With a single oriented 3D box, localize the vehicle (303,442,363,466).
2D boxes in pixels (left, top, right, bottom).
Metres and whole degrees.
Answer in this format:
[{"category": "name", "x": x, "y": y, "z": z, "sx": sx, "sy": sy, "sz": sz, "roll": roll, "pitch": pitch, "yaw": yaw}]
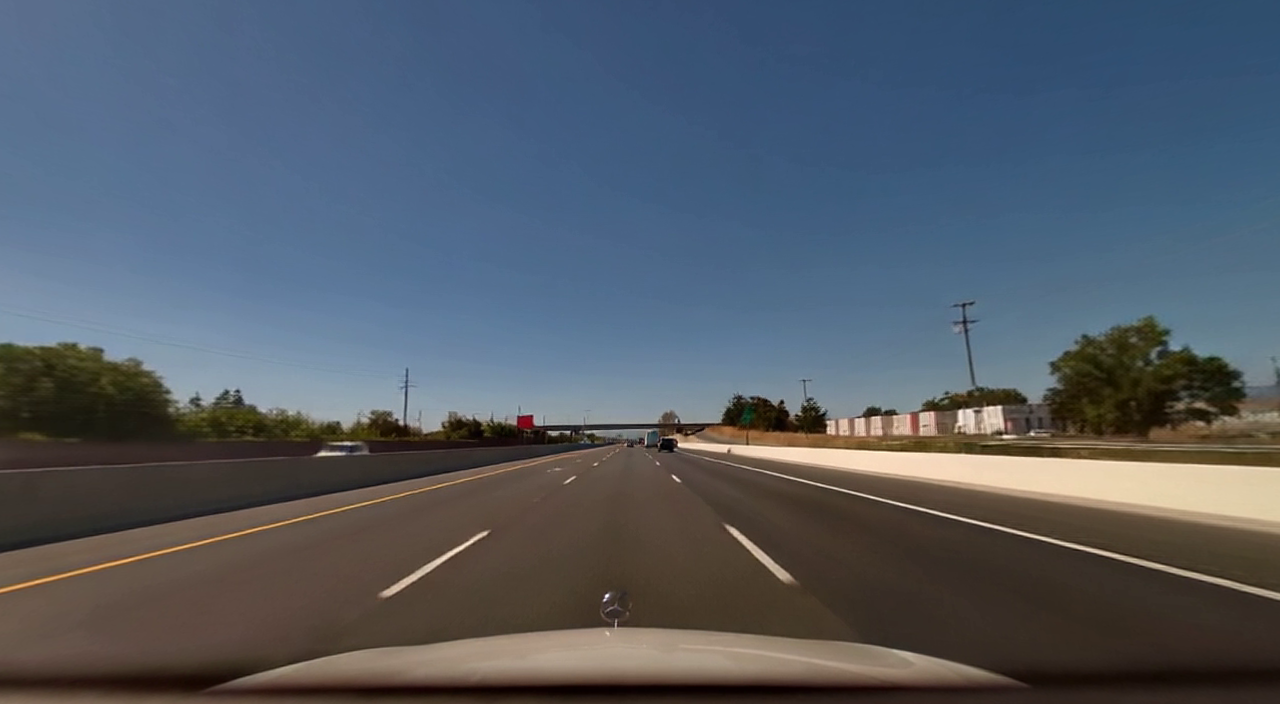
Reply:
[{"category": "vehicle", "x": -20.097, "y": 6.639, "z": 41.336, "sx": 1.879, "sy": 1.456, "sz": 4.091, "roll": 0, "pitch": -8, "yaw": 0}]
